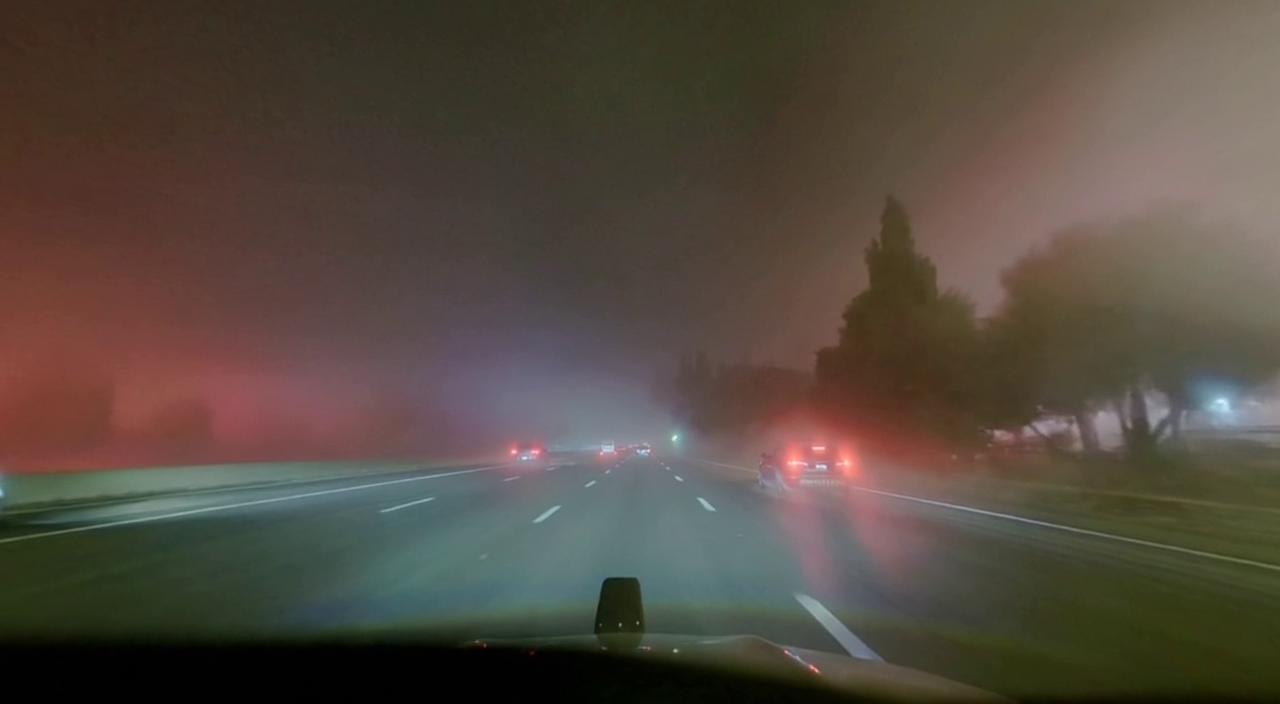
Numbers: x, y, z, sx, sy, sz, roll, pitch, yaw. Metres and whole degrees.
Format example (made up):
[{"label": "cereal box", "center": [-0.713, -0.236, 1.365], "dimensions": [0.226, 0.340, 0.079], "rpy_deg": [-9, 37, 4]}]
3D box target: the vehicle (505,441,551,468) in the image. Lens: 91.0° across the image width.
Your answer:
[{"label": "vehicle", "center": [-6.758, 6.226, 38.327], "dimensions": [1.985, 1.513, 4.172], "rpy_deg": [0, -8, 1]}]
